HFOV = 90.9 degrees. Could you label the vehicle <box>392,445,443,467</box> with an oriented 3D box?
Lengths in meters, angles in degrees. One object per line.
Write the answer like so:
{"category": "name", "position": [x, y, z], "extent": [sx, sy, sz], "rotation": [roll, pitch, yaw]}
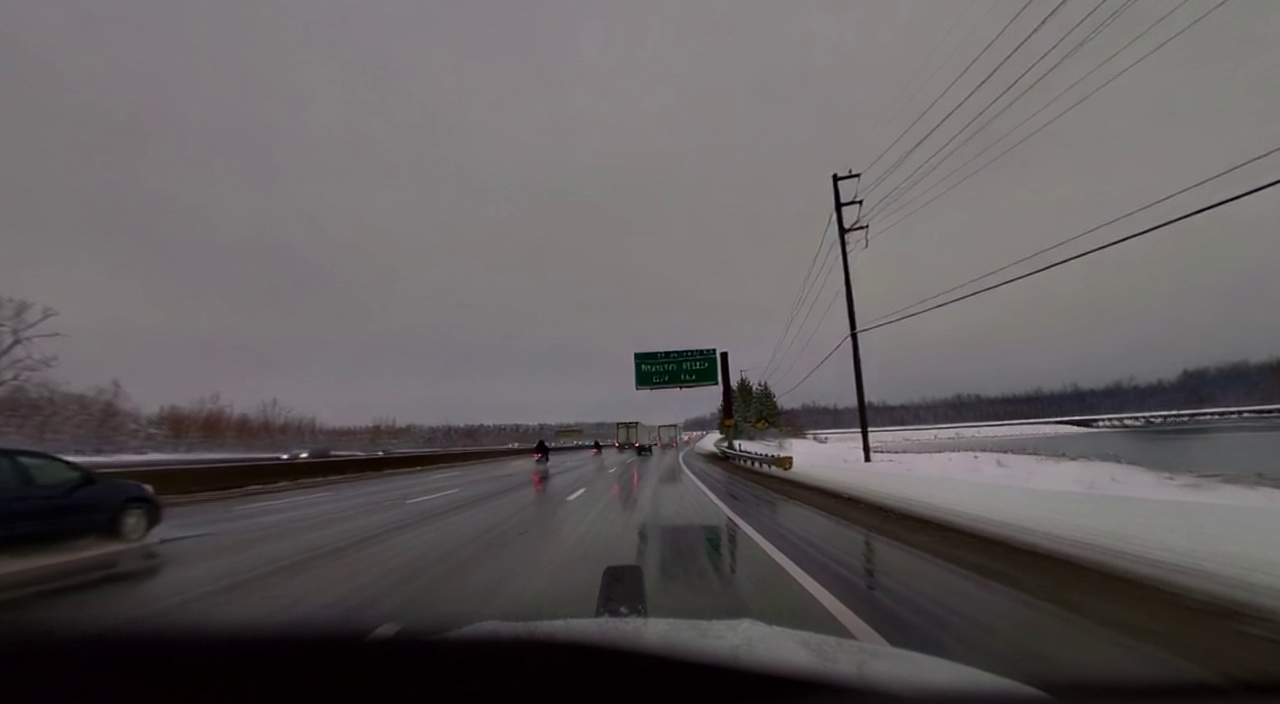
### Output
{"category": "vehicle", "position": [-16.051, 7.519, 45.748], "extent": [1.852, 1.452, 4.529], "rotation": [-1, -8, 3]}

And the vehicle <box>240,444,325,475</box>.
{"category": "vehicle", "position": [-20.127, 6.034, 35.736], "extent": [1.935, 1.645, 4.635], "rotation": [-1, -8, 2]}

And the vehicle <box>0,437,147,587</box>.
{"category": "vehicle", "position": [-7.537, 1.601, 6.188], "extent": [1.944, 1.517, 4.121], "rotation": [-1, -8, 2]}
